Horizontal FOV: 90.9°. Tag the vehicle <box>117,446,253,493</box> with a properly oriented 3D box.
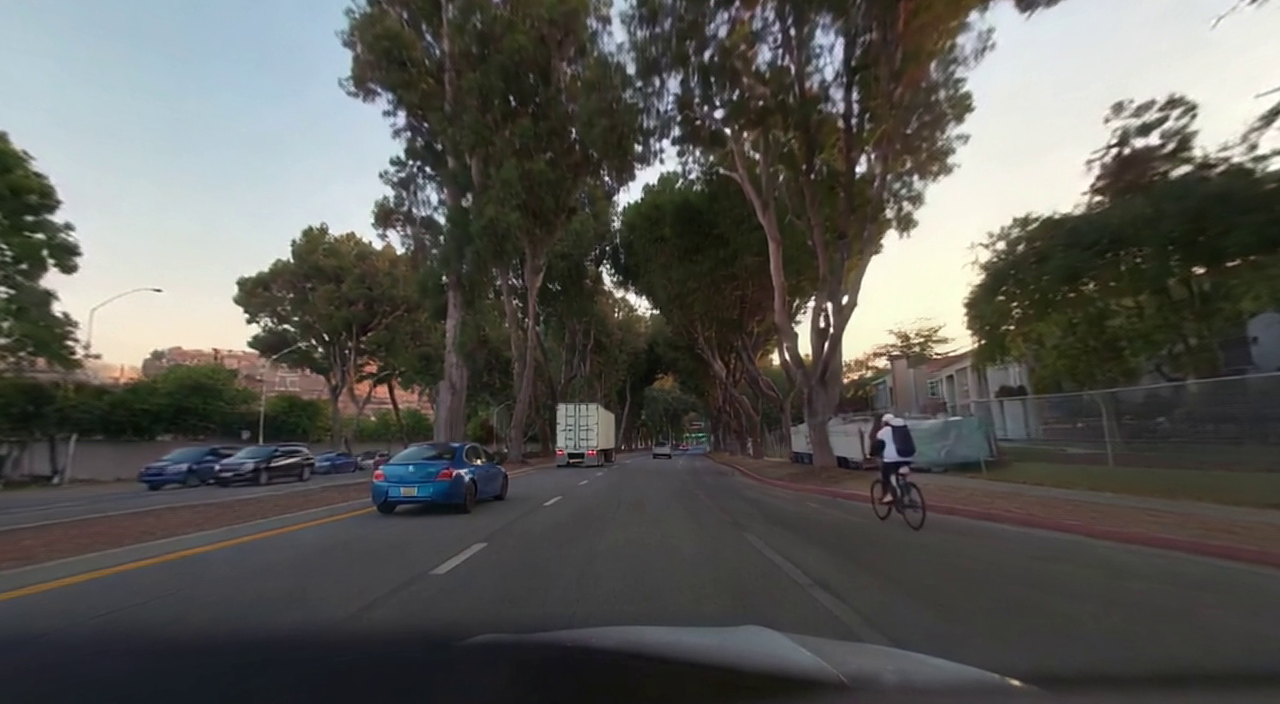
[{"bbox_3d":[-18.564,4.756,26.077,2.004,1.704,4.876,0,-8,0],"label":"vehicle"}]

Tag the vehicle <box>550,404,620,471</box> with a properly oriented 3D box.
[{"bbox_3d":[-2.851,4.794,35.227,2.746,3.276,8.572,0,-8,3],"label":"vehicle"}]

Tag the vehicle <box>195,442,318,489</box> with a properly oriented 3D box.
[{"bbox_3d":[-15.039,4.420,25.057,1.946,1.688,4.560,0,-8,1],"label":"vehicle"}]

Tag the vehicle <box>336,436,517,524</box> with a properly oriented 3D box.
[{"bbox_3d":[-4.034,2.467,12.832,2.005,1.462,4.345,0,-8,2],"label":"vehicle"}]
